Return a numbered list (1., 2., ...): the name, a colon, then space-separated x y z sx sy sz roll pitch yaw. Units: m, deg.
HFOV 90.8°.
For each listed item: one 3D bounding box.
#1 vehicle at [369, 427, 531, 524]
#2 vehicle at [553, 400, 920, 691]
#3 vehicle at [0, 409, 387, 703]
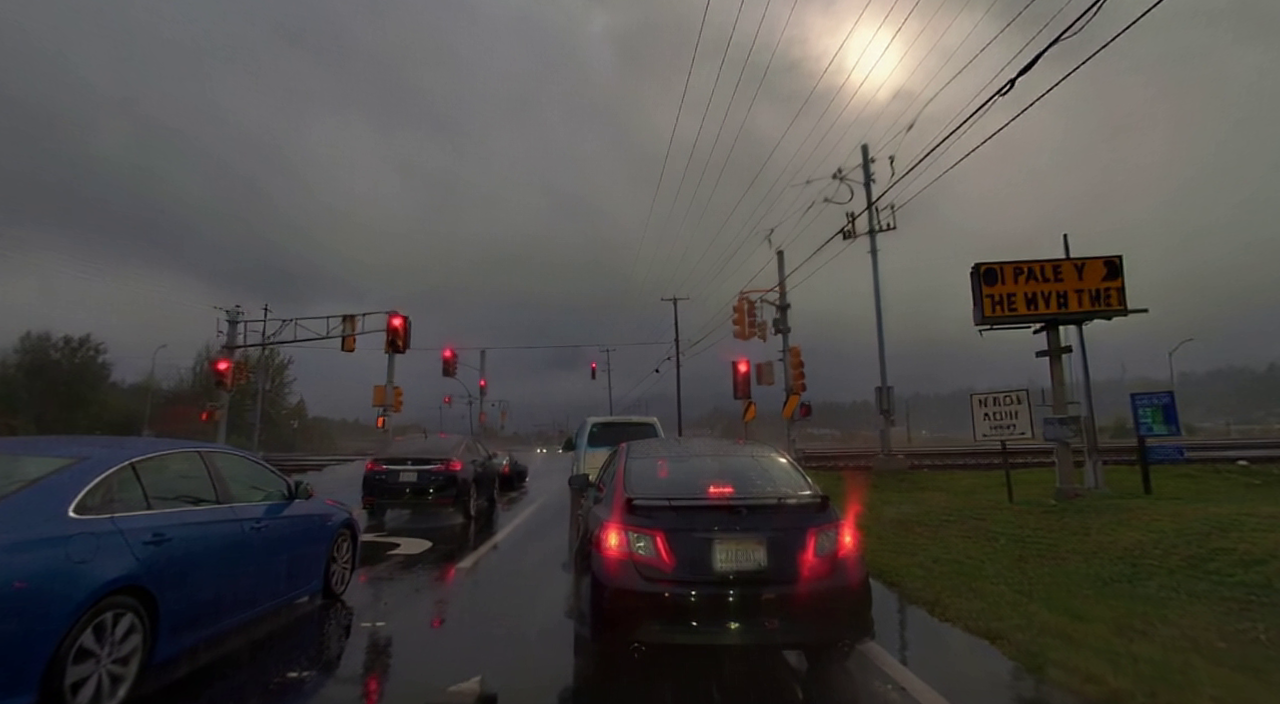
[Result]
1. vehicle: -3.362 2.263 12.080 1.984 1.505 3.982 0 -9 -2
2. vehicle: 0.408 1.332 5.460 1.998 1.529 3.960 1 -9 -4
3. vehicle: -3.709 1.249 4.450 1.956 1.468 4.585 0 -9 0
